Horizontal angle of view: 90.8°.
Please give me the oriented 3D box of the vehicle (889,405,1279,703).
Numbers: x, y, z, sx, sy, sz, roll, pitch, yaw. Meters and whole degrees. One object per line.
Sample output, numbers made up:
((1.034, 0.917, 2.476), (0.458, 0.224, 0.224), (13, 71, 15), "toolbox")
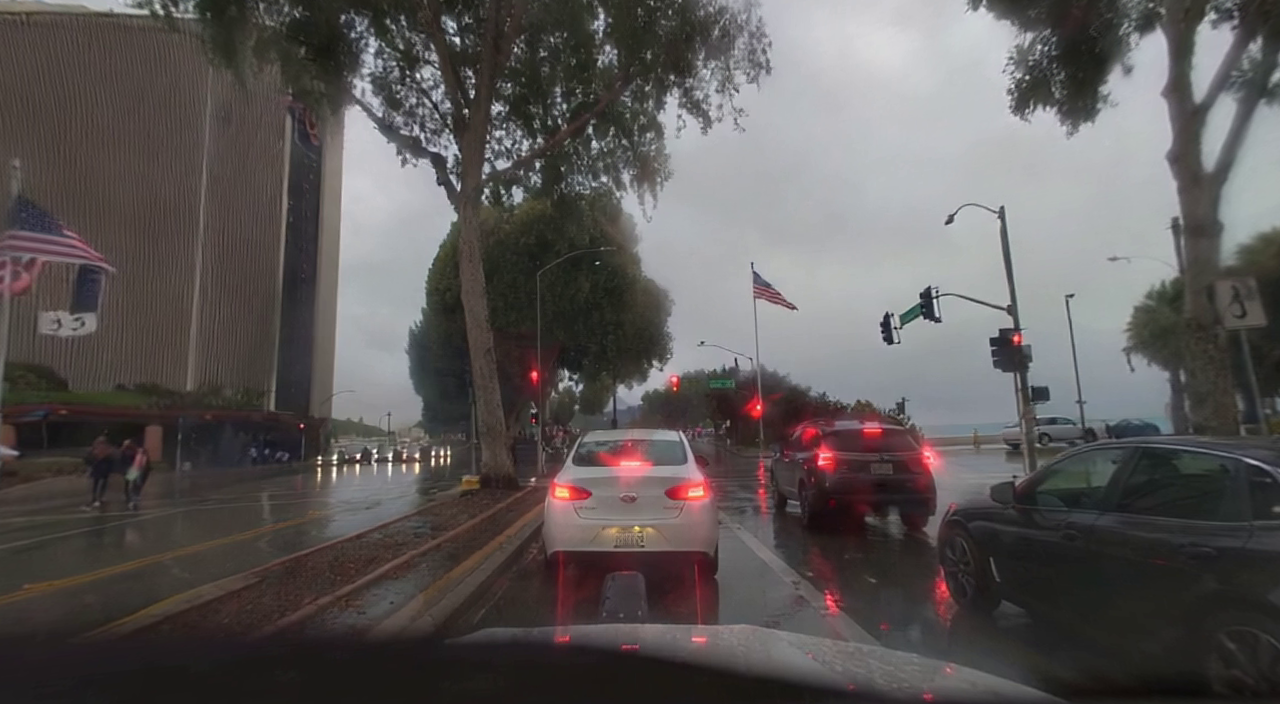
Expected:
((3.380, 1.173, 3.990), (1.833, 1.465, 4.258), (0, -8, -1), "vehicle")

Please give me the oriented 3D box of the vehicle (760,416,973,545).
((3.517, 2.087, 10.945), (1.978, 1.738, 4.599), (0, -8, 0), "vehicle")

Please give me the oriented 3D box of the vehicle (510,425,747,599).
((-0.107, 1.706, 7.552), (2.096, 1.521, 3.747), (0, -8, 0), "vehicle")
